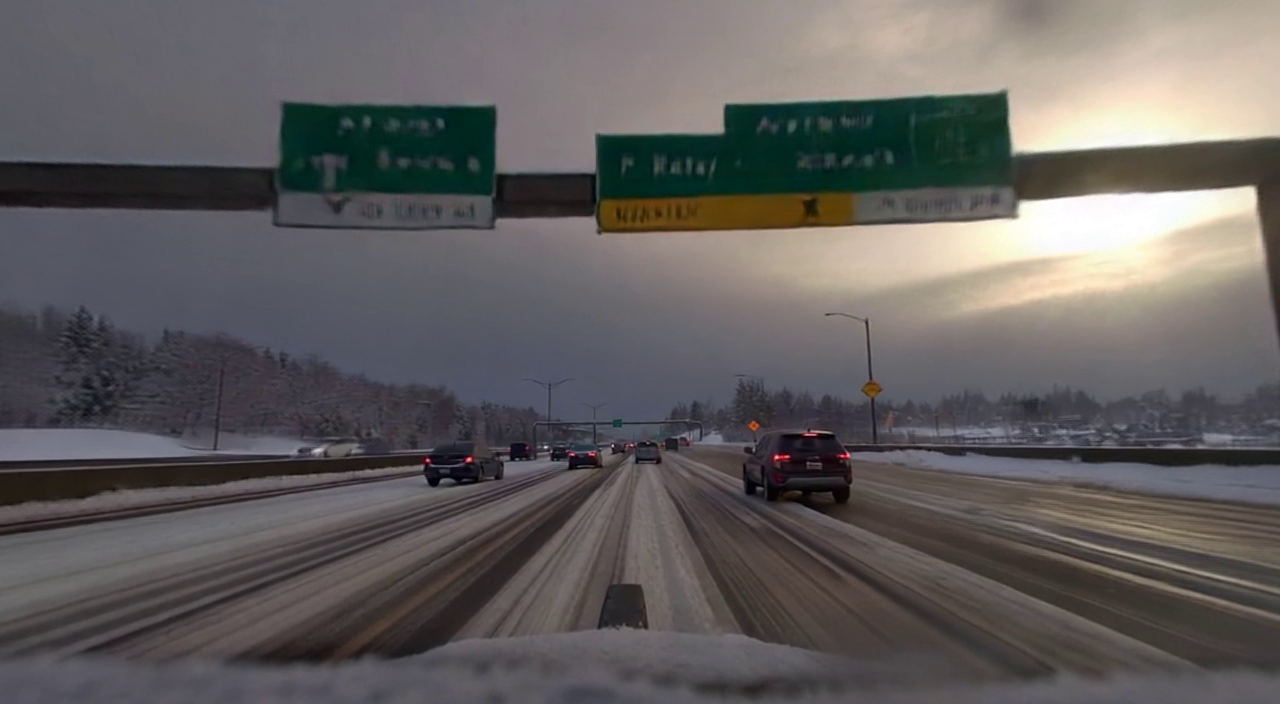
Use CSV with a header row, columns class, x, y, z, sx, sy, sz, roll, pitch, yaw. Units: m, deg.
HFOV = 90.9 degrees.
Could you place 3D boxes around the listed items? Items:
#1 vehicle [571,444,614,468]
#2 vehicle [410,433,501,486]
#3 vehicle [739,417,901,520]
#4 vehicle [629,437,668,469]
class,x,y,z,sx,sy,sz,roll,pitch,yaw
vehicle,-2.875,6.394,39.114,2.205,1.406,4.286,0,-8,1
vehicle,-6.448,3.783,22.546,1.946,1.688,4.019,0,-8,1
vehicle,3.582,2.415,13.648,2.083,1.823,4.627,0,-8,-1
vehicle,0.506,5.833,36.714,2.133,1.739,3.925,0,-8,1
